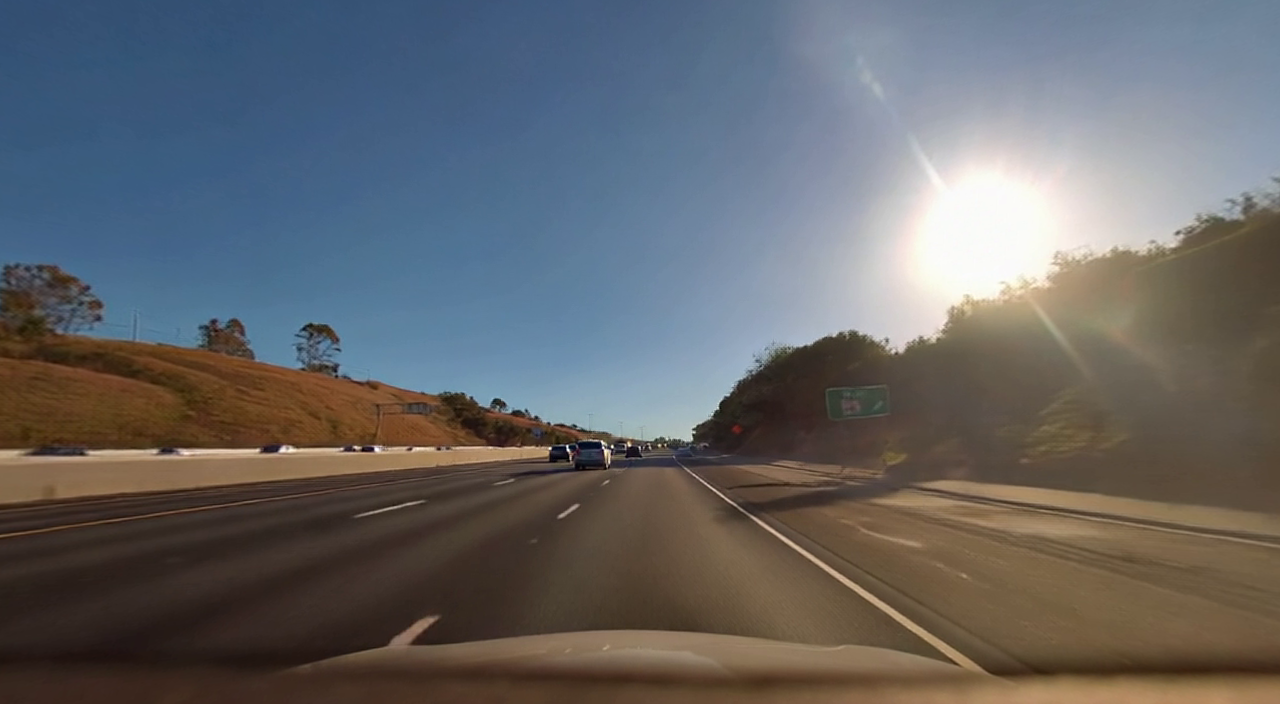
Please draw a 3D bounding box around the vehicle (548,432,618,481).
[{"bbox_3d":[-2.318,4.477,27.262,2.413,1.896,5.218,0,-9,2],"label":"vehicle"}]
